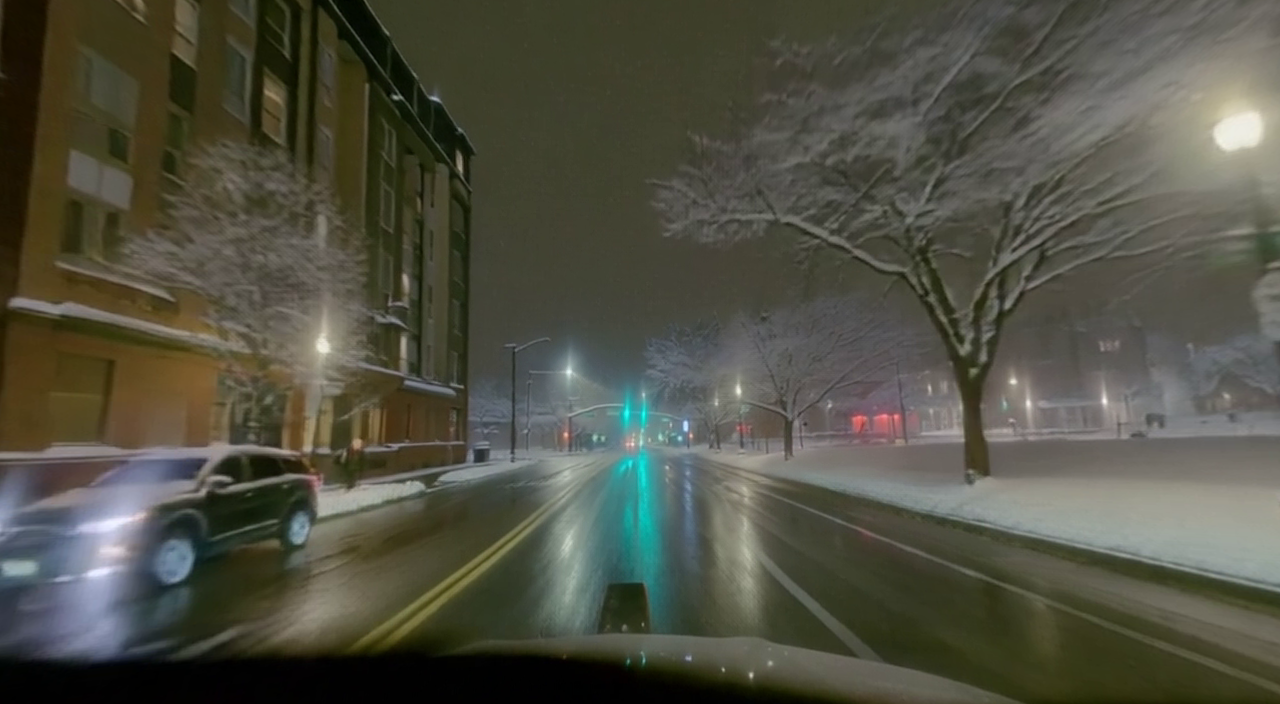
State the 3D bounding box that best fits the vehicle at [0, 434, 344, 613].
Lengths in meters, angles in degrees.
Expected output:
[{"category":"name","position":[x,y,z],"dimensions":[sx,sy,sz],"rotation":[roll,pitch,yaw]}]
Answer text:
[{"category":"vehicle","position":[-6.325,2.009,8.617],"dimensions":[2.147,1.701,4.879],"rotation":[0,-8,1]}]
